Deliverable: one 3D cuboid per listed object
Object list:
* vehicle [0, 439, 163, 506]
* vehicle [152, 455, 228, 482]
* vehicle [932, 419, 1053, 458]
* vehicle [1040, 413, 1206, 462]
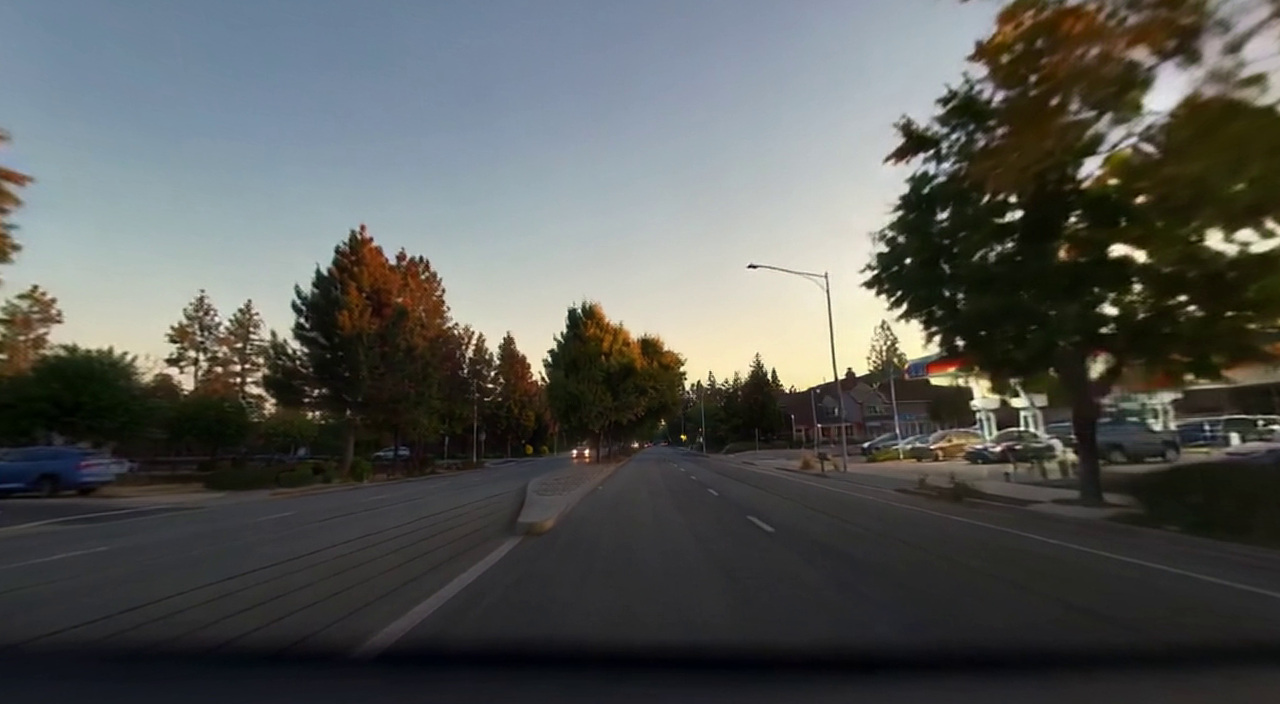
[{"bbox_3d":[-19.840,4.007,21.731,2.280,1.968,5.805,0,-8,0],"label":"vehicle"},{"bbox_3d":[-26.609,6.868,37.481,1.768,1.465,3.569,-1,-8,3],"label":"vehicle"},{"bbox_3d":[16.909,4.181,30.494,4.594,1.751,2.071,0,-8,-1],"label":"vehicle"},{"bbox_3d":[17.592,3.151,23.171,4.426,1.700,2.077,0,-8,-4],"label":"vehicle"}]
